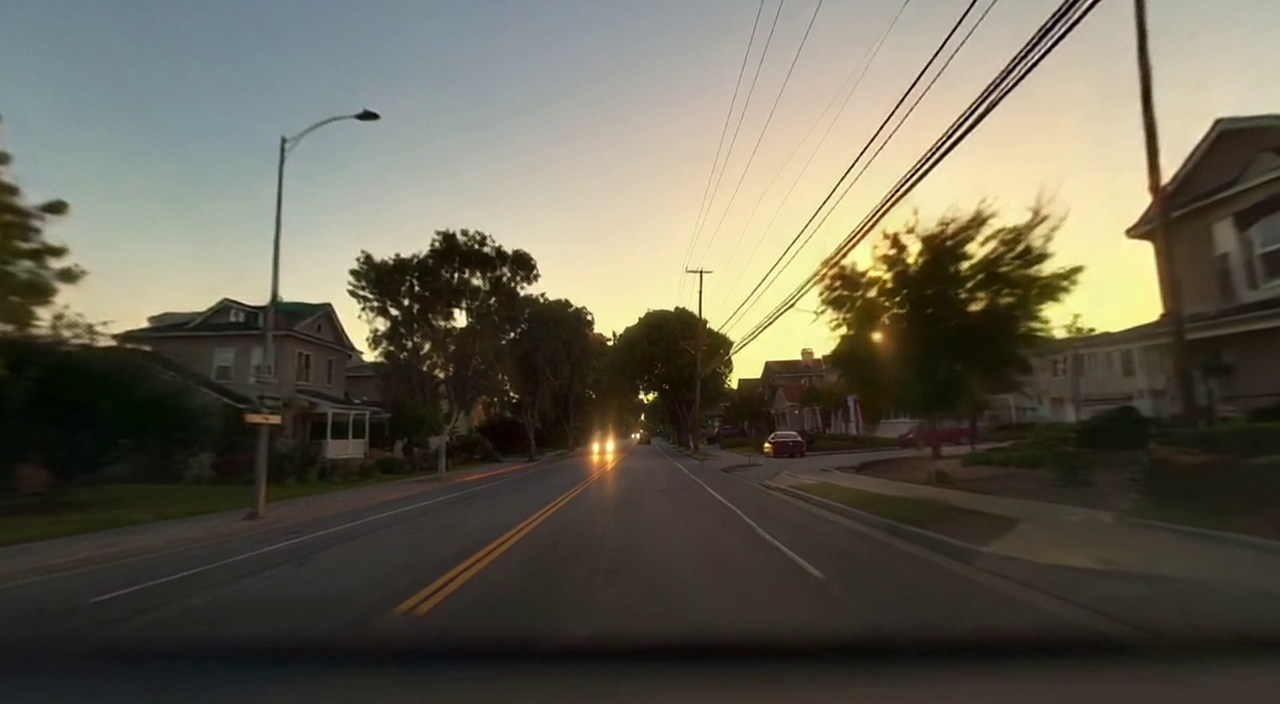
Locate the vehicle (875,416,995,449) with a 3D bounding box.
[{"bbox_3d":[14.317,3.968,30.826,4.848,1.509,1.976,-1,-9,7],"label":"vehicle"}]

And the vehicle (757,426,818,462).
[{"bbox_3d":[7.221,4.556,31.270,2.071,1.510,4.418,-4,-9,2],"label":"vehicle"}]
